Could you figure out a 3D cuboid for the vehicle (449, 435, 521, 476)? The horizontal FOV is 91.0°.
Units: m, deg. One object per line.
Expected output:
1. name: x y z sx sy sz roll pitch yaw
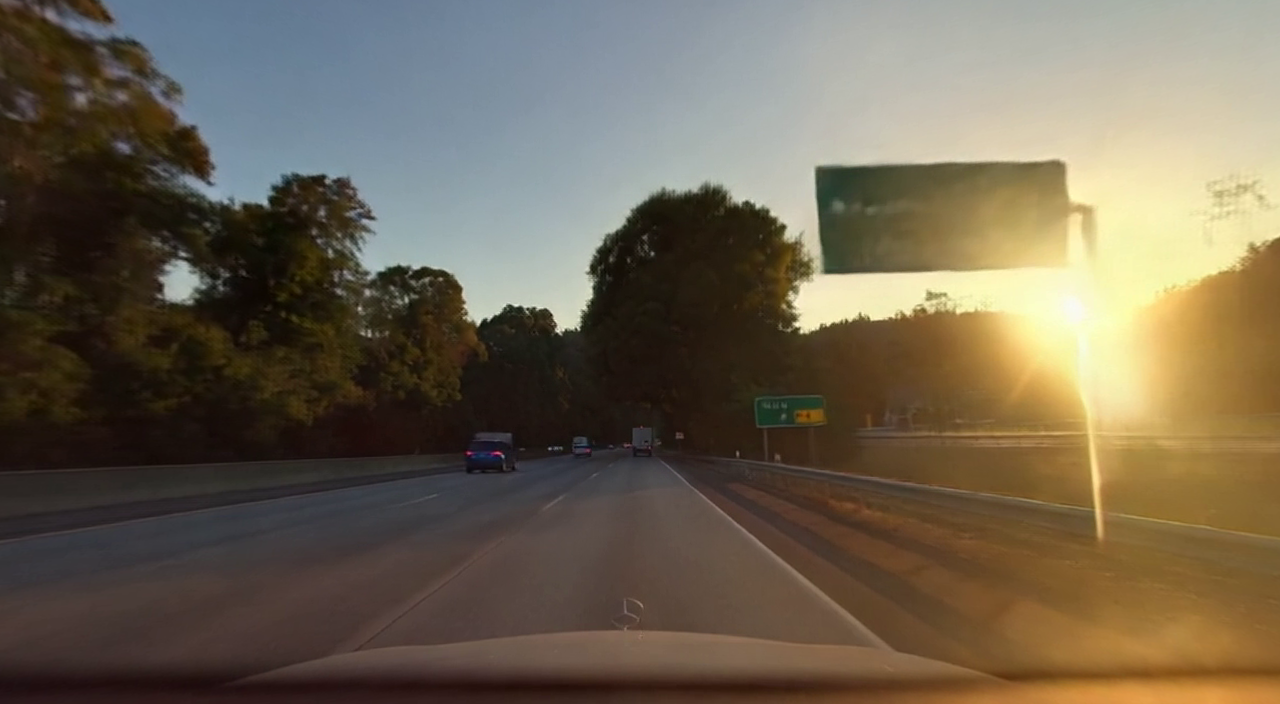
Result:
1. vehicle: -7.367 4.969 30.464 2.253 1.815 4.618 0 -9 1
